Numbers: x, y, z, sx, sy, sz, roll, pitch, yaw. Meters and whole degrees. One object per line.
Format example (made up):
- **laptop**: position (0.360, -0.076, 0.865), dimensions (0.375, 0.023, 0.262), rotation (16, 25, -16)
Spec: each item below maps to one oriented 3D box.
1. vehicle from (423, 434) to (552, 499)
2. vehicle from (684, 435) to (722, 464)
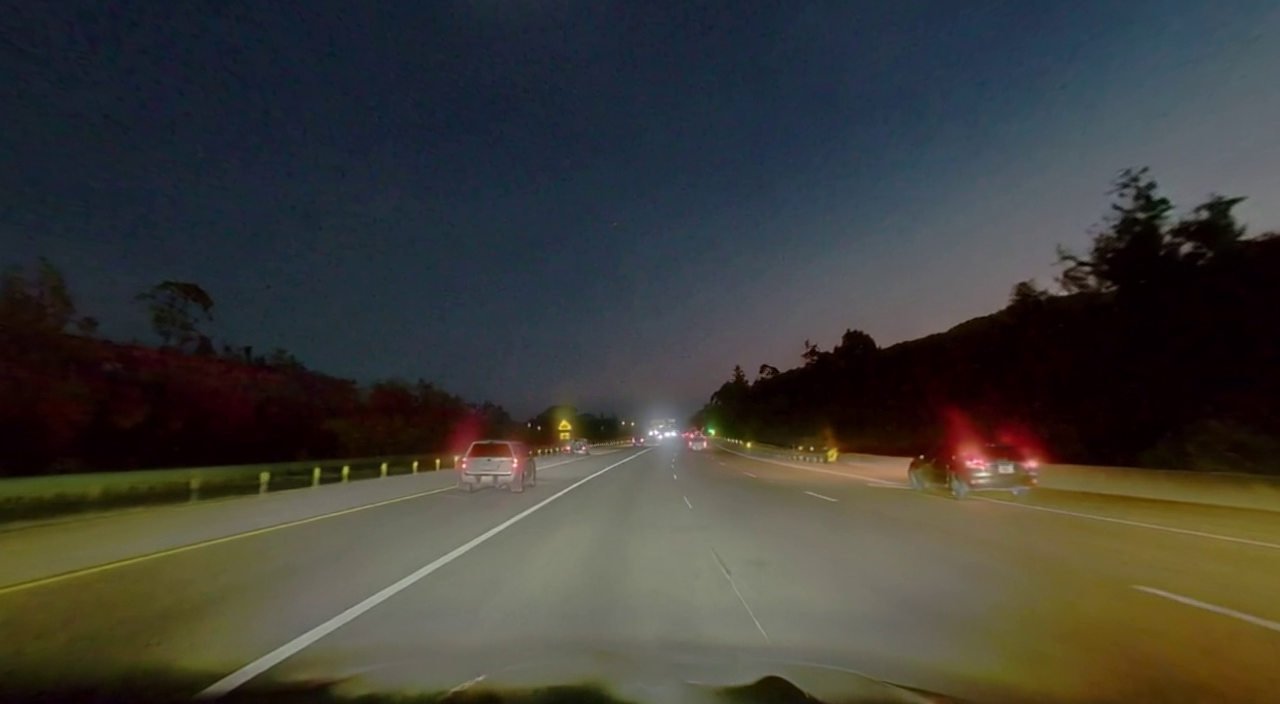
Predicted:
- **vehicle**: position (-3.819, 2.969, 16.772), dimensions (2.192, 1.482, 4.454), rotation (0, -9, 1)
- **vehicle**: position (4.078, 6.433, 41.623), dimensions (2.211, 1.814, 4.404), rotation (0, -9, 2)
